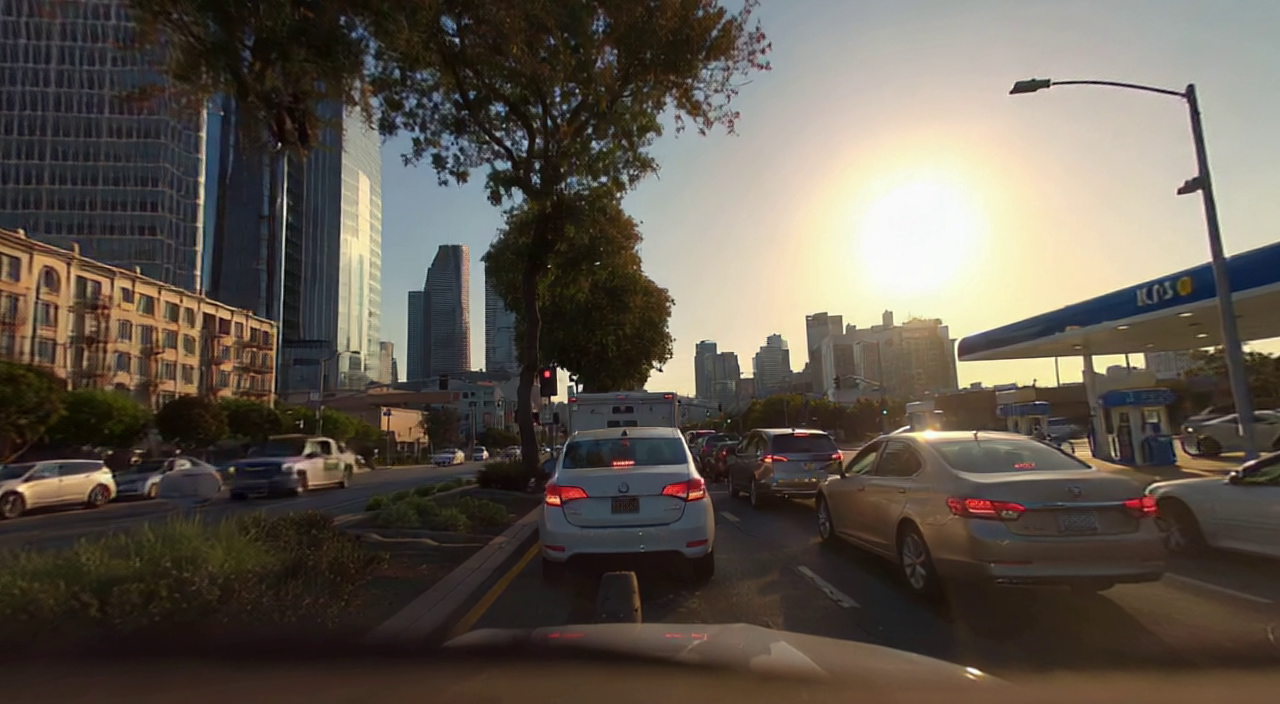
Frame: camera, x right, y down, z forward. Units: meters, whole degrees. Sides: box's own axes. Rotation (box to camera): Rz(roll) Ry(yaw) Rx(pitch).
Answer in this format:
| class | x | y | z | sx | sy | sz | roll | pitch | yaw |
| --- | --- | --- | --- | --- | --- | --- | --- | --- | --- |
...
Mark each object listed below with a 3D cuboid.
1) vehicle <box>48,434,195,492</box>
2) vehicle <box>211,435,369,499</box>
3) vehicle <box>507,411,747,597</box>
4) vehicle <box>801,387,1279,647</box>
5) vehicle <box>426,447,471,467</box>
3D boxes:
| class | x | y | z | sx | sy | sz | roll | pitch | yaw |
| --- | --- | --- | --- | --- | --- | --- | --- | --- | --- |
| vehicle | -26.953 | 5.769 | 33.299 | 2.571 | 2.711 | 6.027 | 0 | -9 | -1 |
| vehicle | -10.978 | 3.637 | 20.396 | 2.190 | 1.778 | 5.033 | 0 | -9 | 0 |
| vehicle | -0.156 | 1.616 | 7.492 | 2.106 | 1.613 | 3.697 | 0 | -9 | -1 |
| vehicle | 3.362 | 1.419 | 6.480 | 2.056 | 1.700 | 4.399 | 0 | -9 | -3 |
| vehicle | -14.738 | 8.080 | 48.828 | 2.011 | 1.465 | 4.528 | -1 | -9 | 1 |
